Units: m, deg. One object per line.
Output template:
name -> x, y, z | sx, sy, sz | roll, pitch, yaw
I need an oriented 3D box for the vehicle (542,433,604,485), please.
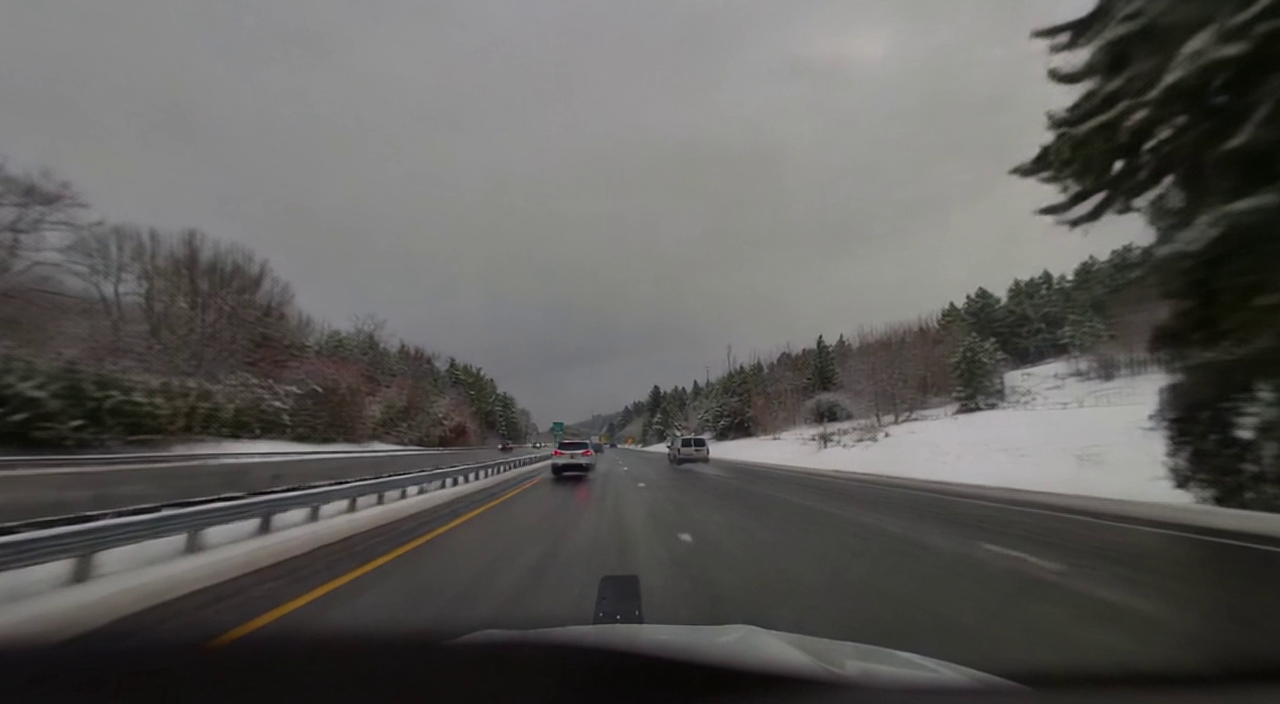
vehicle -> -2.373, 3.892, 23.112 | 1.963, 1.711, 4.284 | 0, -9, -2

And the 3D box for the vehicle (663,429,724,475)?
vehicle -> 2.395, 4.669, 29.306 | 2.179, 1.930, 4.538 | 0, -9, -3
